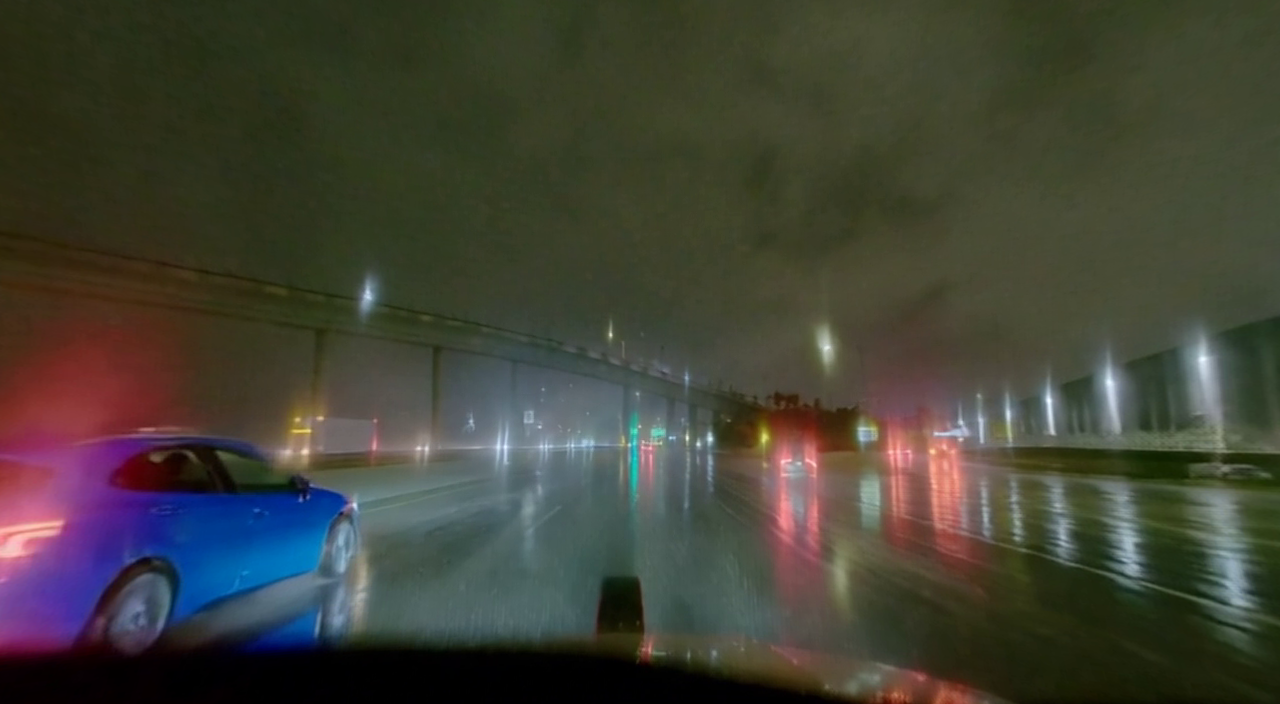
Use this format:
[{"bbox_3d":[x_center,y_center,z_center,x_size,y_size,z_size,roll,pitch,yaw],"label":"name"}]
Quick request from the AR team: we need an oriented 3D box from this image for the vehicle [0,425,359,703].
[{"bbox_3d":[-3.819,1.247,3.983,2.044,1.478,4.114,0,-9,2],"label":"vehicle"}]
